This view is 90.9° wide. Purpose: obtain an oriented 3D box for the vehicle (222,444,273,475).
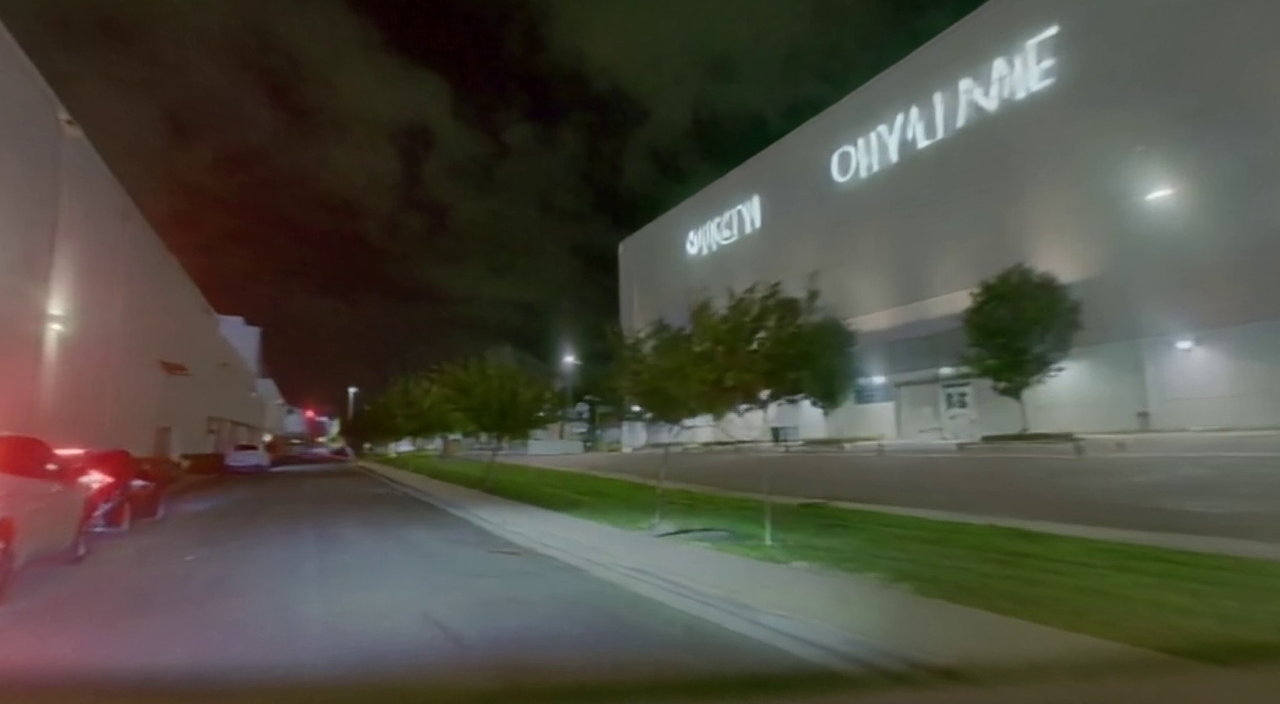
[{"bbox_3d":[-22.314,6.130,36.006,2.040,1.501,4.440,-1,-8,-26],"label":"vehicle"}]
